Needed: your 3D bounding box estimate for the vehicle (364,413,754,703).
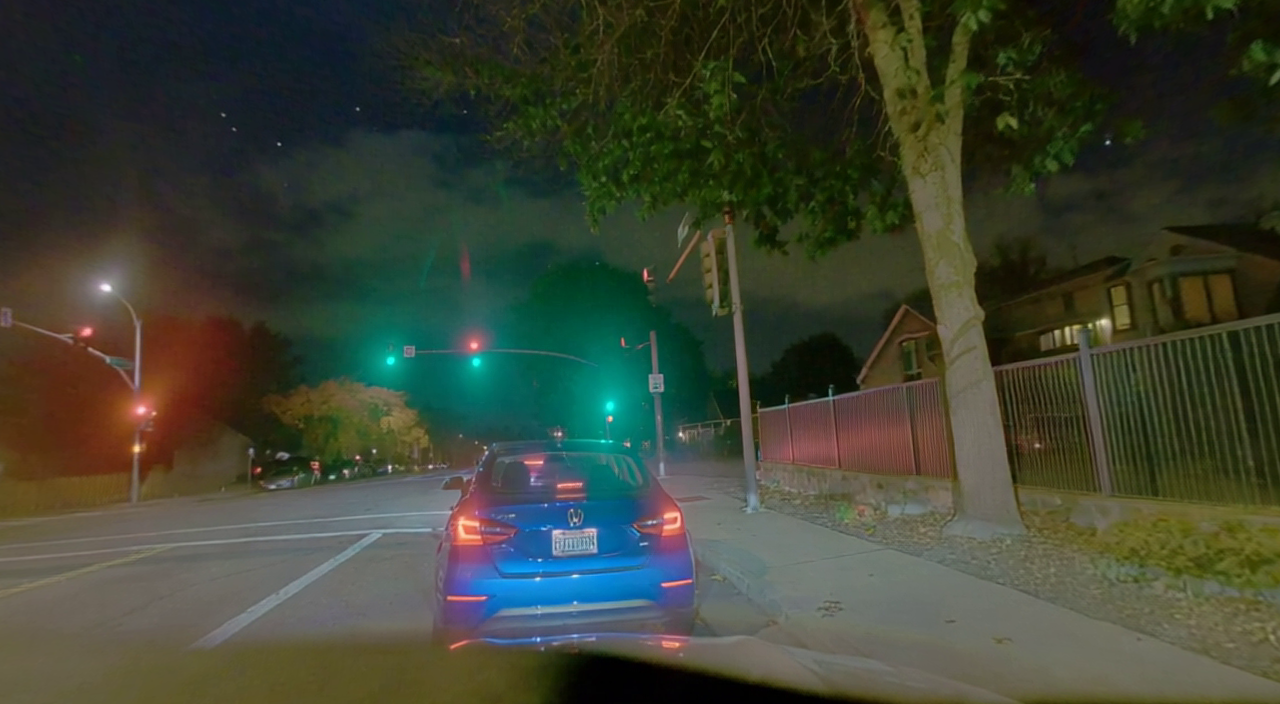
[{"bbox_3d":[-0.671,1.361,5.221,2.024,1.502,3.702,1,-9,-9],"label":"vehicle"}]
